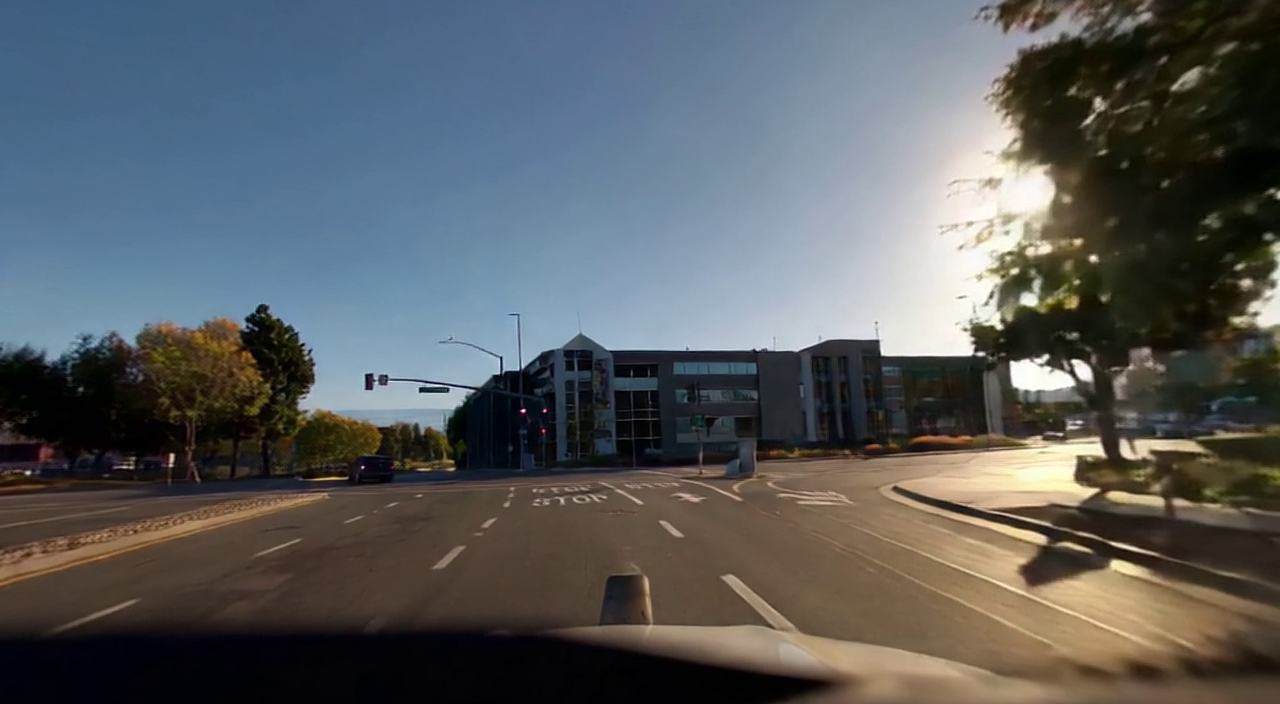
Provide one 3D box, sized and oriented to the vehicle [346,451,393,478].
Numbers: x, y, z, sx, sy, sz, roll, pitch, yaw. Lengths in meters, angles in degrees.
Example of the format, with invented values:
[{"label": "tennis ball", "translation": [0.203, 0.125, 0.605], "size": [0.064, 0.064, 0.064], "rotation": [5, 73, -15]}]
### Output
[{"label": "vehicle", "translation": [-20.889, 8.642, 48.564], "size": [2.336, 1.923, 5.570], "rotation": [6, -11, -32]}]
